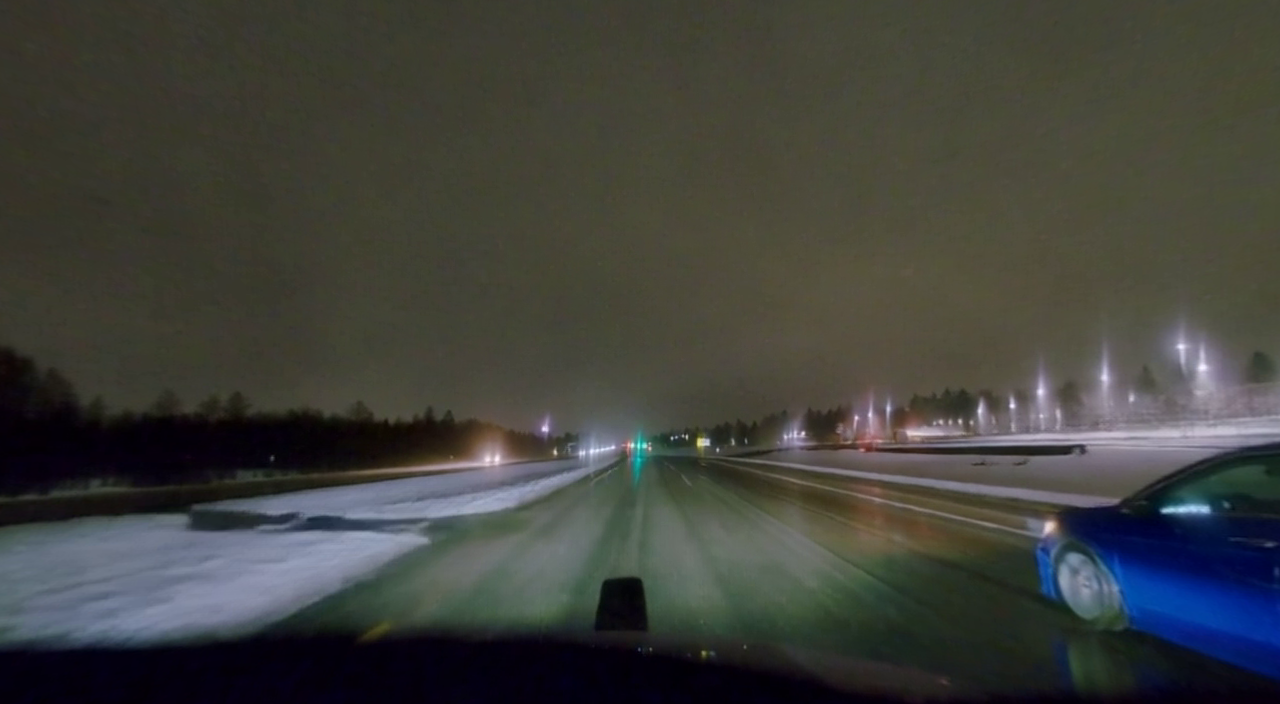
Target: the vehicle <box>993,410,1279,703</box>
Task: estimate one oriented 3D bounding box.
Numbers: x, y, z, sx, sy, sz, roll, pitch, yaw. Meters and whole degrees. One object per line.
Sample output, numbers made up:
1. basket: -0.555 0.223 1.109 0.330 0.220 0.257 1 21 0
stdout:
1. vehicle: 4.200 1.040 3.183 2.053 1.490 4.799 -1 -8 0
